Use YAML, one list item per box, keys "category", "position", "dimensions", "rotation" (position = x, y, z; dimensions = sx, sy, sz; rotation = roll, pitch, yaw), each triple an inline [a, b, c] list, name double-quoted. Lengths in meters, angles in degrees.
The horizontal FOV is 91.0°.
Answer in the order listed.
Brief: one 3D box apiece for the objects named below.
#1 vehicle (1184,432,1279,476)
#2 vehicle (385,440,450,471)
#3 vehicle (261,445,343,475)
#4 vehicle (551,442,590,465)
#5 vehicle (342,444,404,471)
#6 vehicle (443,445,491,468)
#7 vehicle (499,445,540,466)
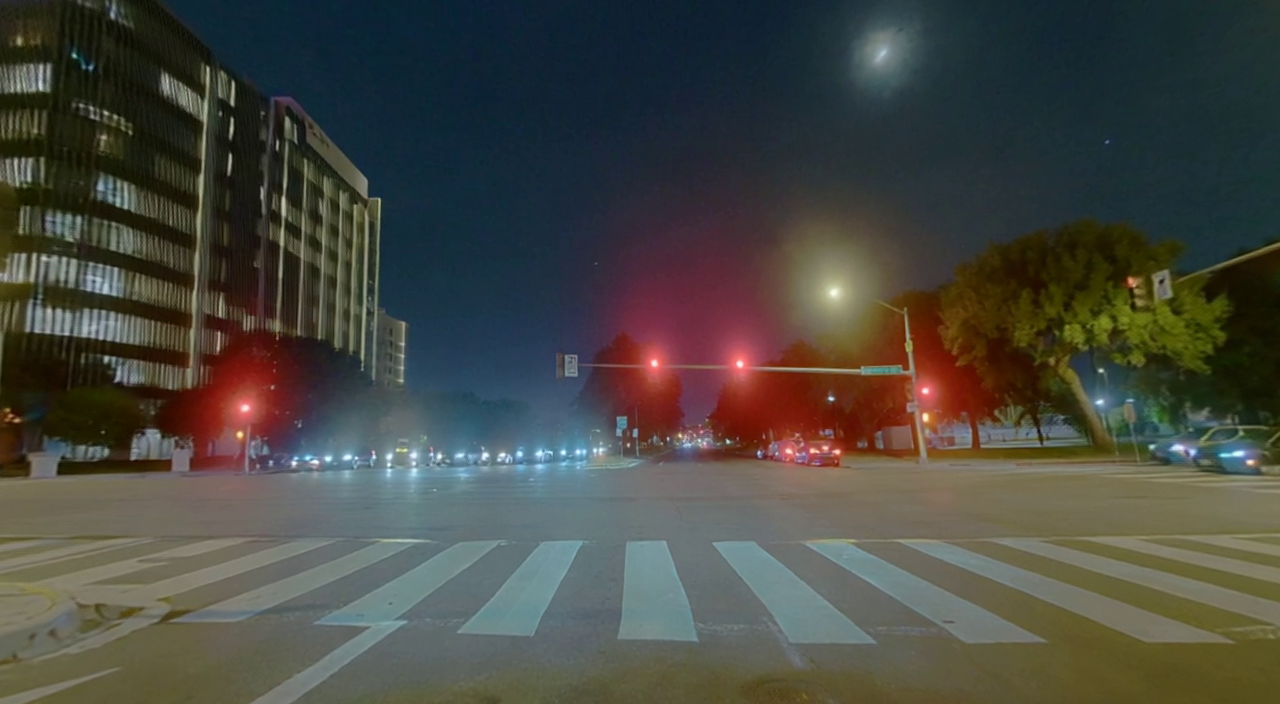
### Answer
- category: "vehicle"
  position: [22.322, 3.577, 22.237]
  dimensions: [4.474, 1.477, 1.908]
  rotation: [0, -9, -3]
- category: "vehicle"
  position: [-15.137, 7.041, 43.163]
  dimensions: [2.340, 1.946, 5.450]
  rotation: [0, -9, 2]
- category: "vehicle"
  position: [-22.037, 7.035, 41.312]
  dimensions: [2.032, 1.839, 4.884]
  rotation: [-2, -9, 10]
- category: "vehicle"
  position: [-4.527, 6.708, 41.681]
  dimensions: [1.954, 1.431, 4.050]
  rotation: [-1, -9, 2]
- category: "vehicle"
  position: [-18.550, 7.342, 43.986]
  dimensions: [2.237, 1.801, 4.541]
  rotation: [0, -9, 1]
- category: "vehicle"
  position: [-11.642, 7.051, 42.712]
  dimensions: [1.911, 1.476, 4.297]
  rotation: [-1, -9, 2]
- category: "vehicle"
  position: [-8.098, 7.000, 42.610]
  dimensions: [1.910, 1.321, 3.692]
  rotation: [0, -9, 1]
